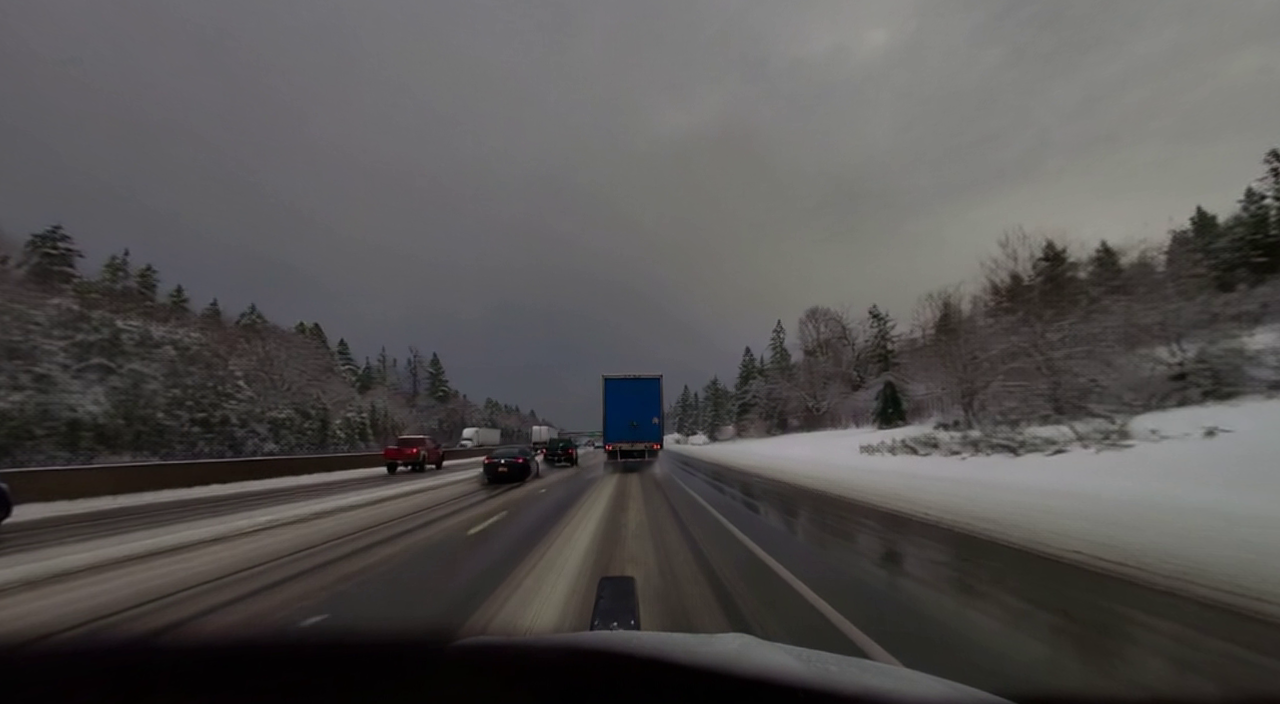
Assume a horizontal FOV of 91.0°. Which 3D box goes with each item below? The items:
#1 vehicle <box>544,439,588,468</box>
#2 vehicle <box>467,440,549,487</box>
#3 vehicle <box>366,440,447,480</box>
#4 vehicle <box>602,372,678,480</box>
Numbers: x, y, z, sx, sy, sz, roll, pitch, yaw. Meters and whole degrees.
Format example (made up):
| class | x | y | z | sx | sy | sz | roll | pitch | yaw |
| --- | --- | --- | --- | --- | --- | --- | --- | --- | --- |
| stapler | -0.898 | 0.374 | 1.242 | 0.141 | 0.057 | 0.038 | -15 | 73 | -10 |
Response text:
| class | x | y | z | sx | sy | sz | roll | pitch | yaw |
| --- | --- | --- | --- | --- | --- | --- | --- | --- | --- |
| vehicle | -4.445 | 6.157 | 38.394 | 2.158 | 1.680 | 4.087 | 0 | -8 | 0 |
| vehicle | -4.754 | 4.058 | 23.277 | 2.164 | 1.582 | 3.979 | 0 | -8 | 0 |
| vehicle | -10.124 | 4.683 | 27.644 | 1.952 | 1.590 | 4.090 | 0 | -8 | 1 |
| vehicle | -0.234 | 3.593 | 29.591 | 2.913 | 4.113 | 10.724 | 0 | -8 | -2 |
